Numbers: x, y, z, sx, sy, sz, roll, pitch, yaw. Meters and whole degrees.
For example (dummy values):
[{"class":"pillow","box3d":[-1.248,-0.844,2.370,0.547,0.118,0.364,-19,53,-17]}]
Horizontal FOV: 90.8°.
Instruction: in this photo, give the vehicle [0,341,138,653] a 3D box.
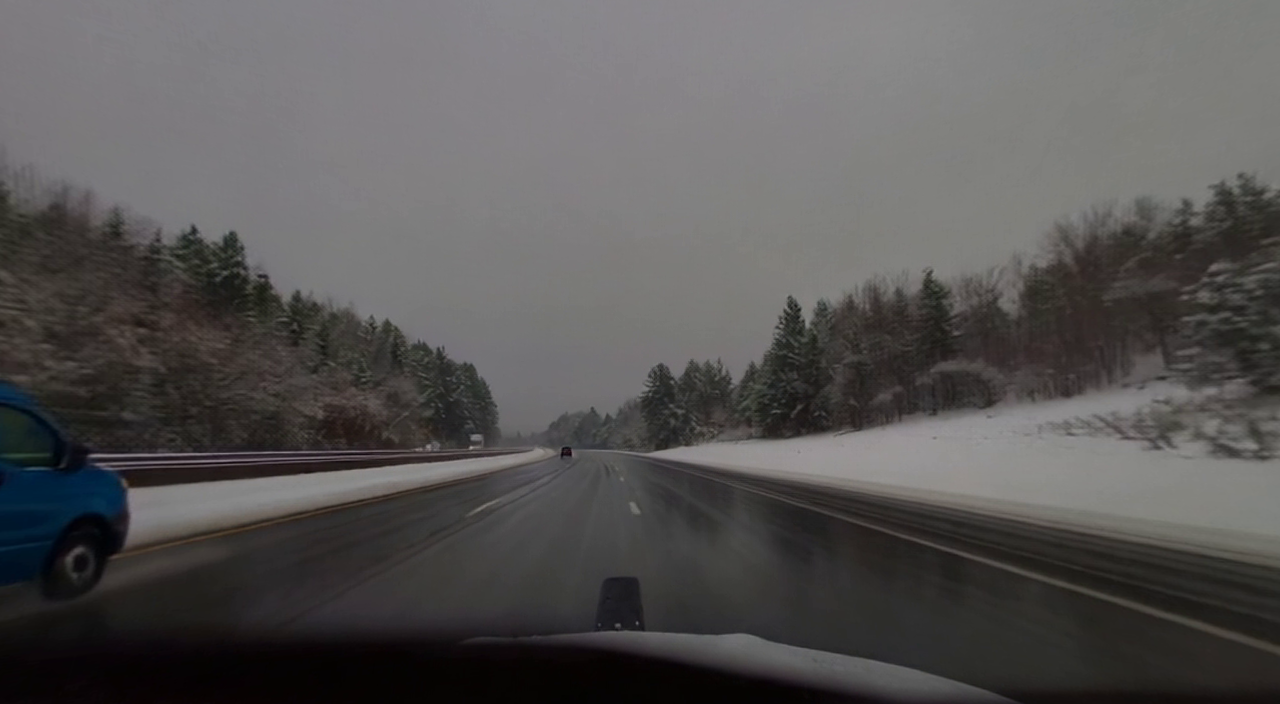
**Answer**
[{"class":"vehicle","box3d":[-5.297,0.738,2.750,2.197,2.038,4.919,0,-9,-2]}]
